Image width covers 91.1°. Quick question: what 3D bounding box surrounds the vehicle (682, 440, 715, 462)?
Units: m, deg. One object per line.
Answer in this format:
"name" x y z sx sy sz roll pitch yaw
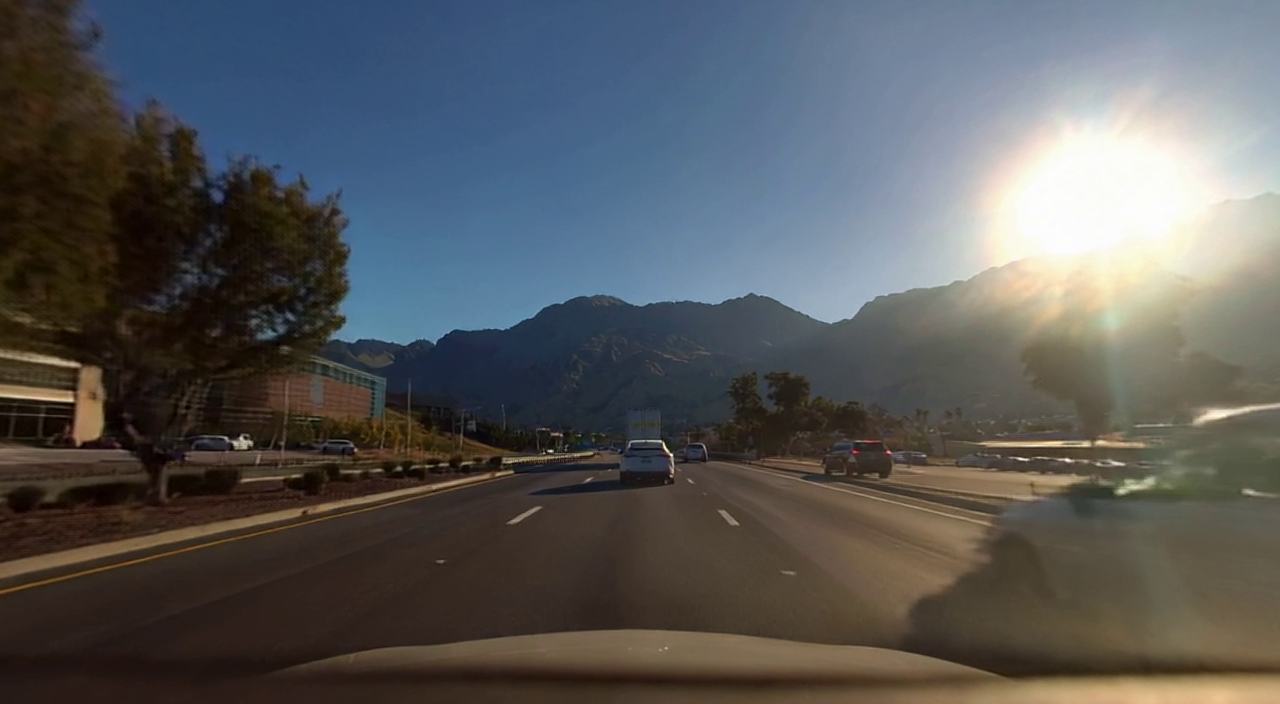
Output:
"vehicle" 4.496 7.693 48.866 2.088 1.655 4.360 0 -8 0

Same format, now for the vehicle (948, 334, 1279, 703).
"vehicle" 3.266 0.796 2.252 2.010 1.692 4.516 0 -8 0

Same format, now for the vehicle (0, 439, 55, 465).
"vehicle" -36.506 5.730 36.136 3.640 1.447 1.788 4 -9 -27

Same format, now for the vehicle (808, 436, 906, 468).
"vehicle" 12.378 5.730 36.067 4.887 1.734 2.014 0 -8 2

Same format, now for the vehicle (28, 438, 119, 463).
"vehicle" -35.649 6.198 39.616 3.714 1.510 1.917 4 -9 -24

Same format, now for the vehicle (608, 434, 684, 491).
"vehicle" 0.179 3.511 20.313 2.193 1.651 3.946 0 -8 0
